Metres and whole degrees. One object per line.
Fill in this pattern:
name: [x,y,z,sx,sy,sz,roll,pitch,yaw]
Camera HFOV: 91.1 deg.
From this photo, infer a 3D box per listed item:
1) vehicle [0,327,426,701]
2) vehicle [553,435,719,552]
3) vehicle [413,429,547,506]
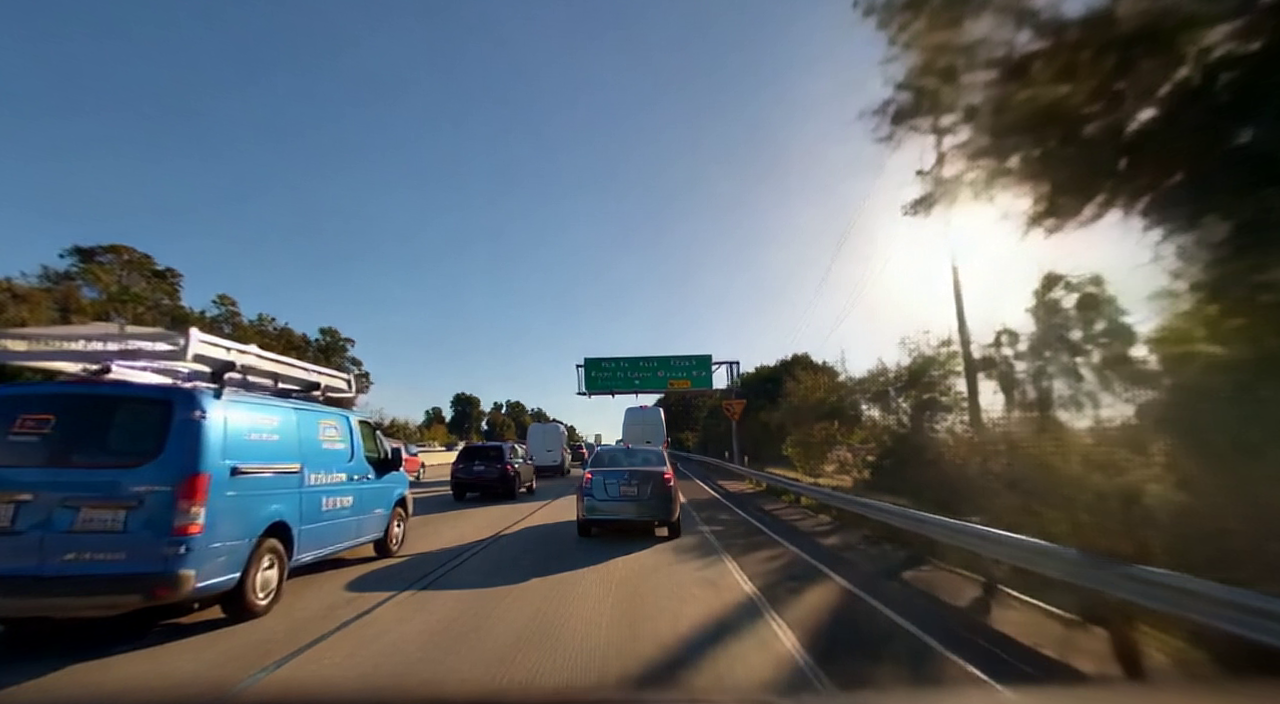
vehicle: [-3.862,1.164,5.641,2.142,1.952,4.556,0,-8,1]
vehicle: [-0.051,2.057,9.849,2.054,1.421,4.090,0,-8,0]
vehicle: [-3.853,2.866,16.021,2.114,1.657,4.432,0,-8,2]
